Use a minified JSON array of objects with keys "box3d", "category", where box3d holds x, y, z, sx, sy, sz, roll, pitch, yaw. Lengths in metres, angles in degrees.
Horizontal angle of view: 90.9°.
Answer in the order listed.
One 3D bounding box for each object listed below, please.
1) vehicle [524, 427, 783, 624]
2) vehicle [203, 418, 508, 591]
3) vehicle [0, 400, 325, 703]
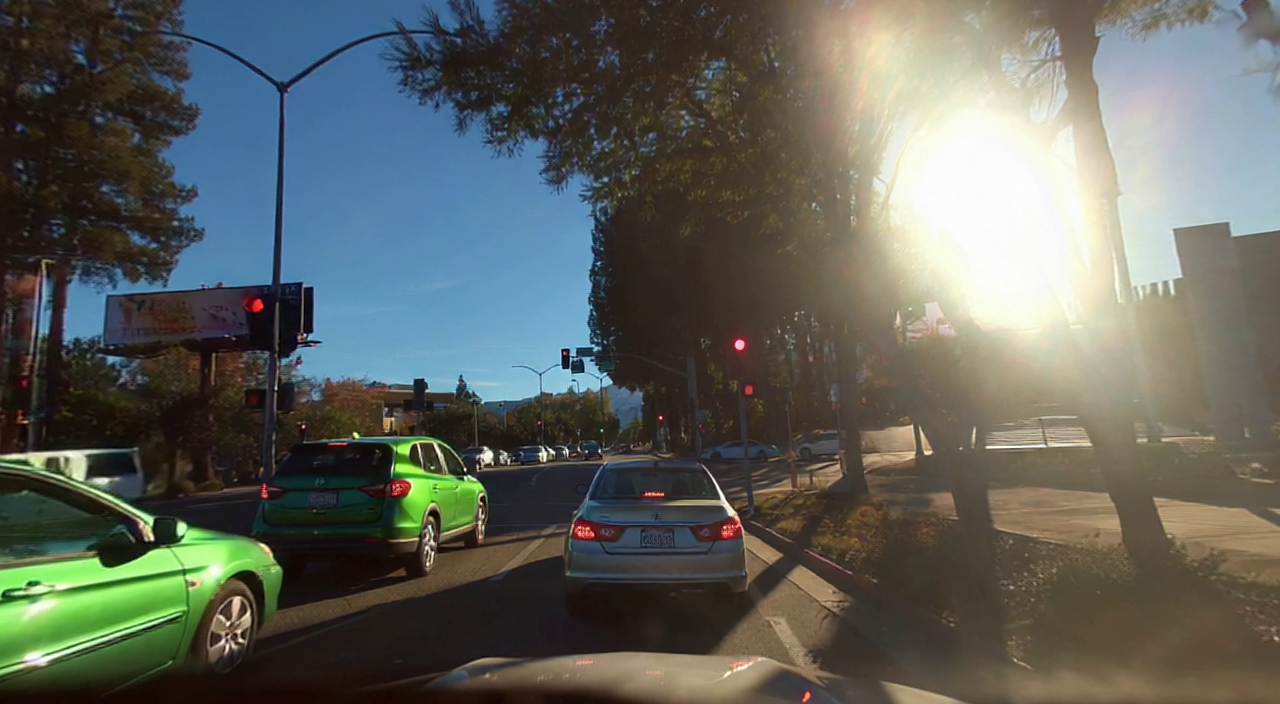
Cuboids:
[{"box3d":[0.035,1.595,6.624,1.977,1.467,3.474,0,-9,-2],"category":"vehicle"},{"box3d":[-3.161,1.783,8.136,1.950,1.628,4.082,-1,-9,1],"category":"vehicle"},{"box3d":[-3.144,0.975,2.422,1.808,1.520,3.846,-1,-9,1],"category":"vehicle"}]
